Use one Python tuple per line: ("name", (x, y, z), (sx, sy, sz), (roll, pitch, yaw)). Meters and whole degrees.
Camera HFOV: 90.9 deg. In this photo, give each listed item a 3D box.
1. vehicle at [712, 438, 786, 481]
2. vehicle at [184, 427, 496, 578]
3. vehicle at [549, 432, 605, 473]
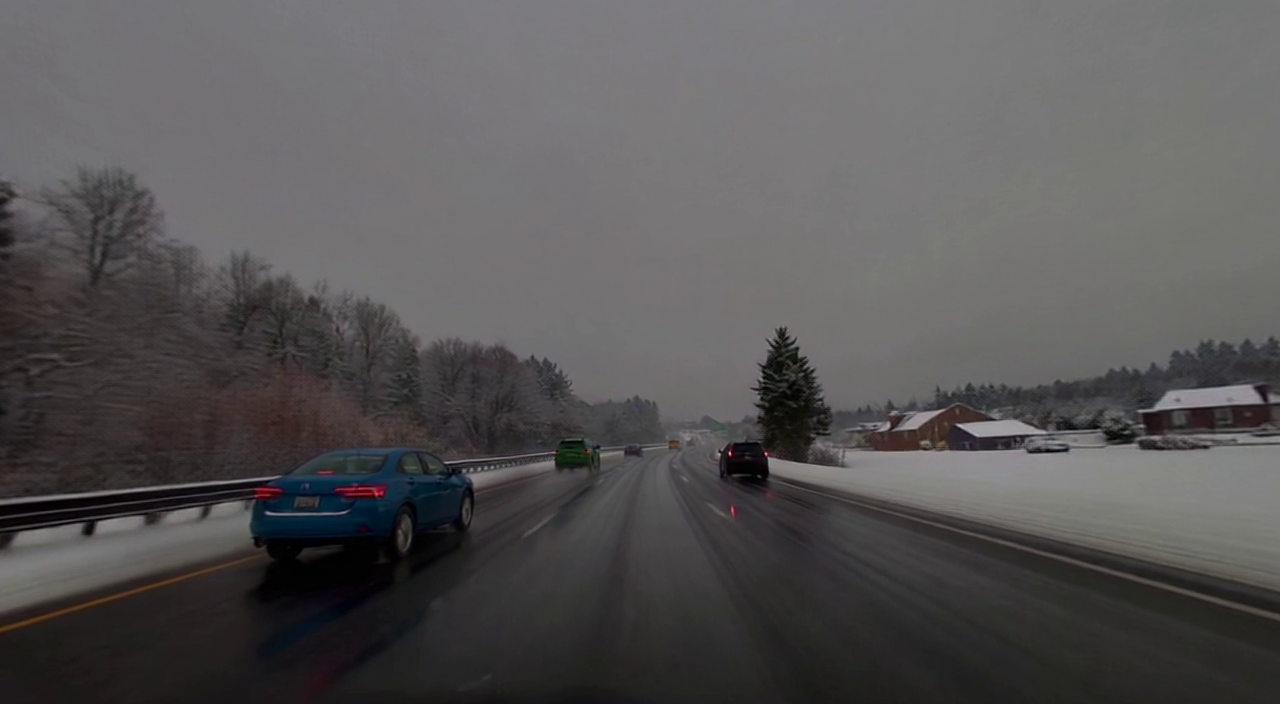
("vehicle", (4.038, 4.065, 24.130), (2.100, 1.472, 4.533), (0, -8, 1))
("vehicle", (-3.481, 1.825, 8.515), (1.948, 1.475, 4.461), (0, -8, 1))
("vehicle", (-2.995, 4.950, 31.087), (2.122, 1.847, 4.696), (0, -8, 2))
